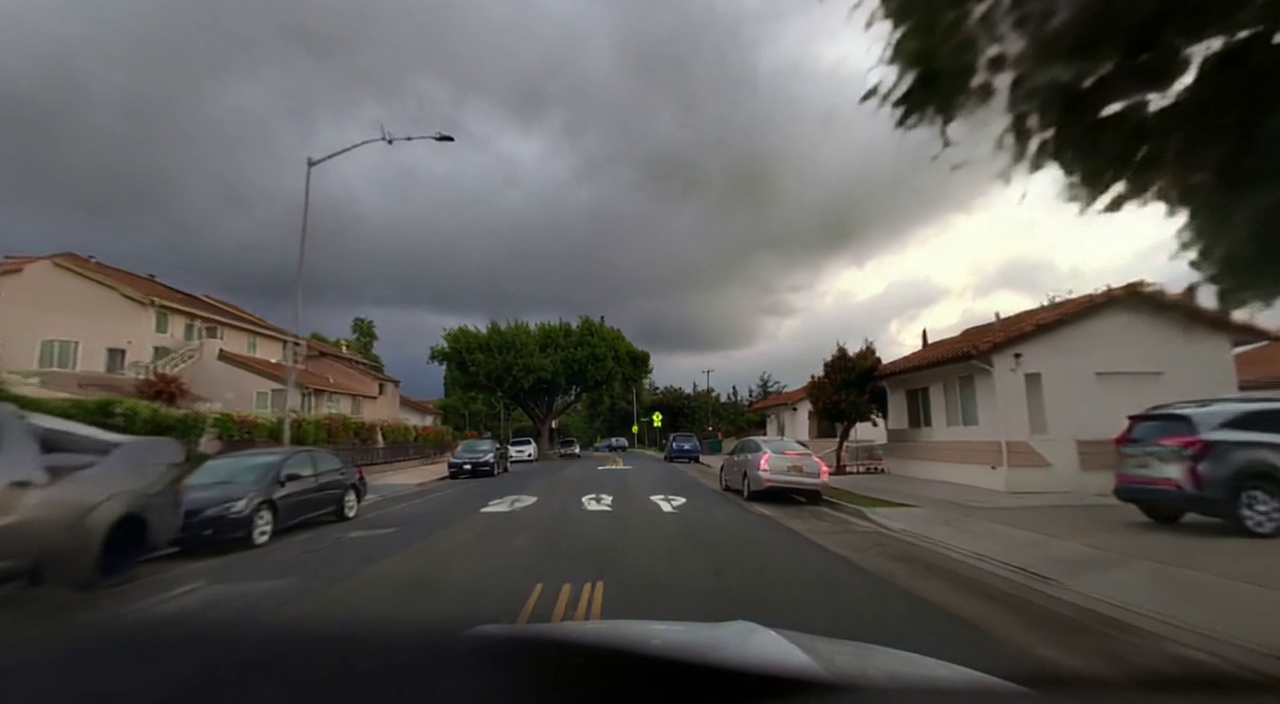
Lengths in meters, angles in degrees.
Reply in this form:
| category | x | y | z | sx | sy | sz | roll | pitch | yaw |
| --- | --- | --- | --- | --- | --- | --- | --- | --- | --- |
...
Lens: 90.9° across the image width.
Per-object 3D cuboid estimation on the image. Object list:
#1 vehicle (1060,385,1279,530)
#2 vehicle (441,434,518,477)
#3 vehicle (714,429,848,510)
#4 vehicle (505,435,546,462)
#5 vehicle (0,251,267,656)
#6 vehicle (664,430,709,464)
| category | x | y | z | sx | sy | sz | roll | pitch | yaw |
| --- | --- | --- | --- | --- | --- | --- | --- | --- | --- |
| vehicle | 8.937 | 1.484 | 9.109 | 4.176 | 1.855 | 2.122 | -3 | -8 | 16 |
| vehicle | -6.147 | 3.984 | 24.847 | 1.972 | 1.502 | 5.530 | 0 | -7 | -4 |
| vehicle | 3.059 | 2.619 | 14.873 | 1.875 | 1.568 | 4.899 | 1 | -7 | -2 |
| vehicle | -6.749 | 5.705 | 37.548 | 1.842 | 1.540 | 3.704 | 0 | -7 | -2 |
| vehicle | -5.465 | 0.697 | 4.322 | 2.270 | 2.706 | 5.871 | 0 | -8 | -2 |
| vehicle | 2.365 | 5.000 | 33.292 | 1.997 | 1.663 | 4.544 | 0 | -8 | -1 |
